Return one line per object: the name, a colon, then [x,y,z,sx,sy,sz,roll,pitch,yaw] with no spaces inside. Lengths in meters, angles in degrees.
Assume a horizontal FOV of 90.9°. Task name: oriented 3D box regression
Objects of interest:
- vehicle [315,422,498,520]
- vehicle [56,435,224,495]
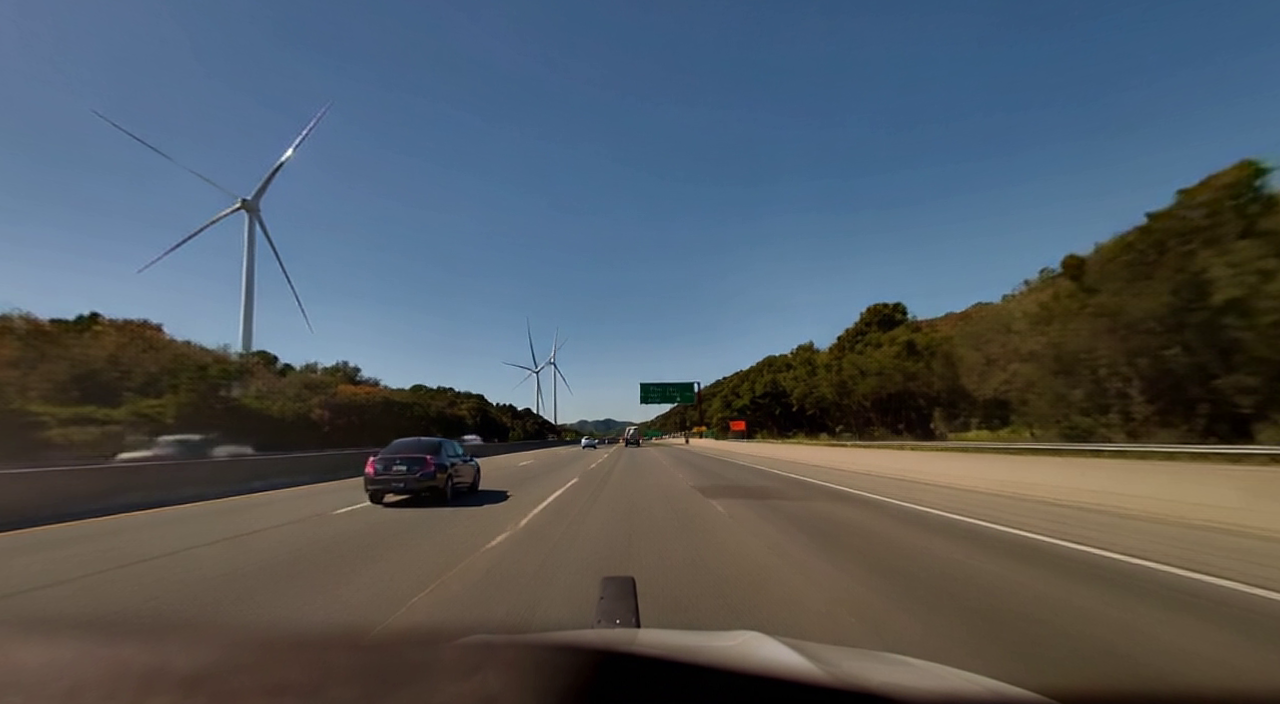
vehicle: [-4.110,2.129,11.877,1.950,1.511,3.965,0,-8,-1]
vehicle: [-16.052,3.610,20.598,2.025,1.739,4.216,0,-8,-1]
